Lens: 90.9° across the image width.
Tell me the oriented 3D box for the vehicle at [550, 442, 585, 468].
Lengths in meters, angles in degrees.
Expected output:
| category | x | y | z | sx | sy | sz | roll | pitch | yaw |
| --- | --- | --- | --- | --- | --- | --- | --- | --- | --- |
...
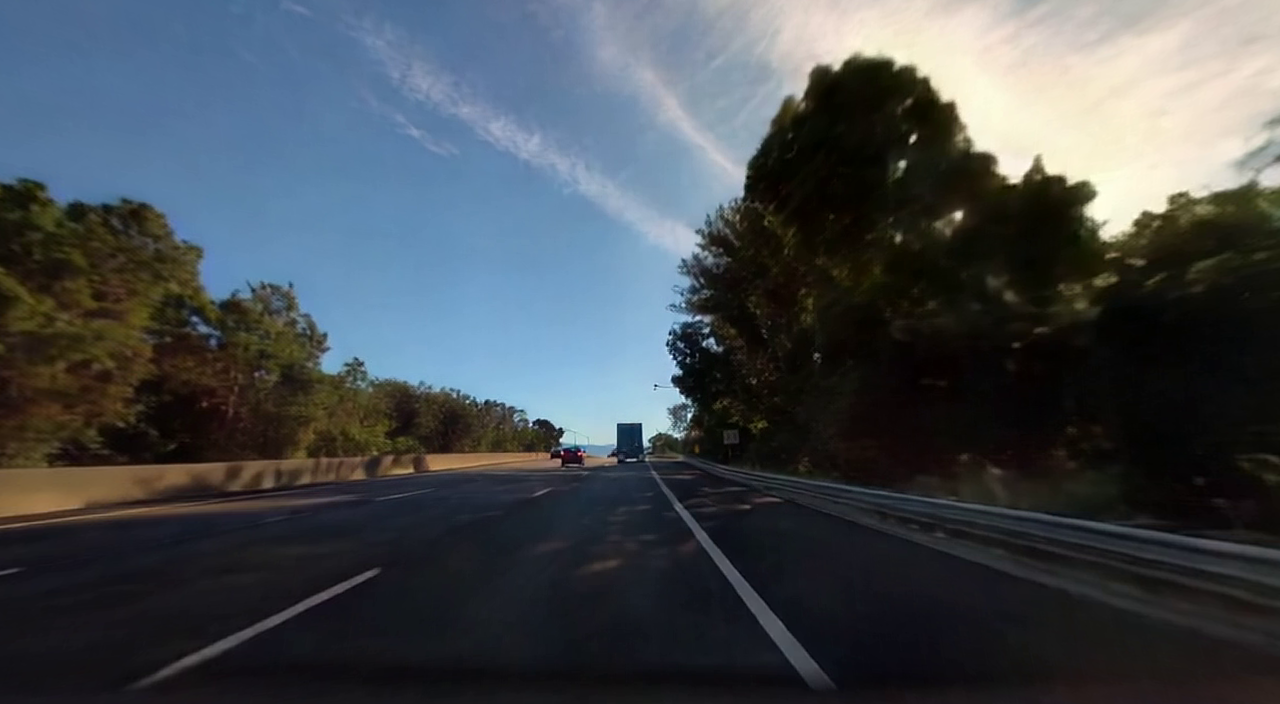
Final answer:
| category | x | y | z | sx | sy | sz | roll | pitch | yaw |
| --- | --- | --- | --- | --- | --- | --- | --- | --- | --- |
| vehicle | -5.461 | 7.870 | 48.201 | 2.124 | 1.888 | 5.226 | 0 | -9 | -1 |
